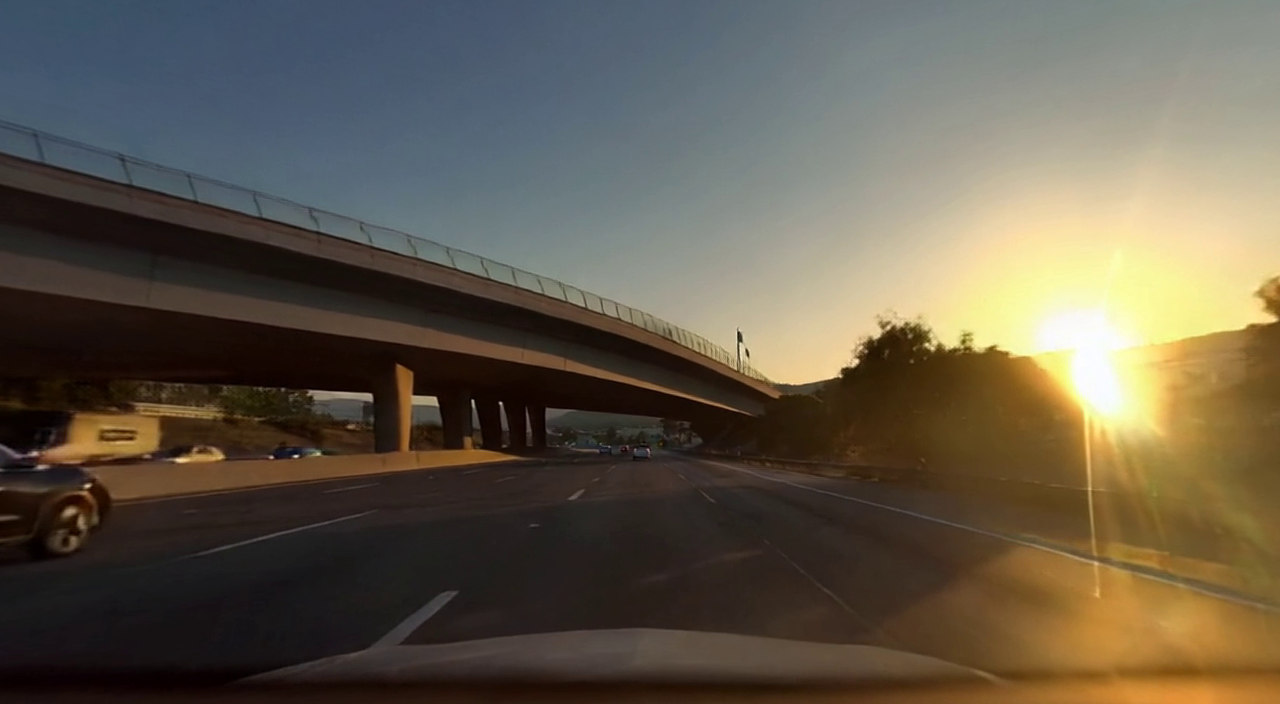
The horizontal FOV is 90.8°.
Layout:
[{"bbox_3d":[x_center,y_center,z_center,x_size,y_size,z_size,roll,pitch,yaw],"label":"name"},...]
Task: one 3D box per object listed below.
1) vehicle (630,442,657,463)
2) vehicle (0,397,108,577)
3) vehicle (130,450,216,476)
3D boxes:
[{"bbox_3d":[0.247,7.651,48.369,2.021,1.528,4.154,0,-8,-1],"label":"vehicle"},{"bbox_3d":[-7.527,1.198,5.208,2.032,1.808,4.776,0,-8,1],"label":"vehicle"},{"bbox_3d":[-28.671,6.811,38.959,1.811,1.490,4.570,0,-8,0],"label":"vehicle"}]
